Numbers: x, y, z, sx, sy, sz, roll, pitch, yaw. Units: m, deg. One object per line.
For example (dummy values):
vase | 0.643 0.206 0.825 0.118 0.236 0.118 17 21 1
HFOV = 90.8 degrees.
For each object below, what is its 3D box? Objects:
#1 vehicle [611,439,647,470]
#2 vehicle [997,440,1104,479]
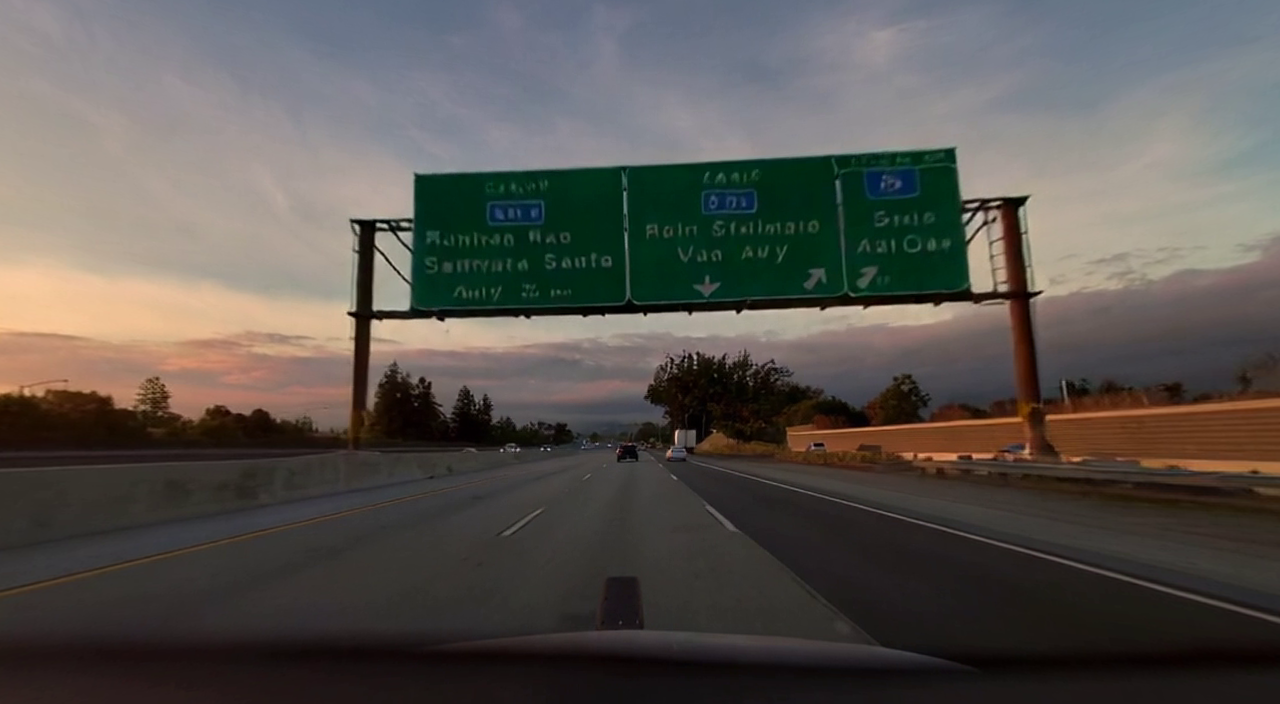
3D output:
vehicle | -0.648 6.258 38.723 2.121 1.739 4.087 0 -9 0
vehicle | 17.827 4.685 27.730 1.867 1.563 4.436 -1 -9 3
